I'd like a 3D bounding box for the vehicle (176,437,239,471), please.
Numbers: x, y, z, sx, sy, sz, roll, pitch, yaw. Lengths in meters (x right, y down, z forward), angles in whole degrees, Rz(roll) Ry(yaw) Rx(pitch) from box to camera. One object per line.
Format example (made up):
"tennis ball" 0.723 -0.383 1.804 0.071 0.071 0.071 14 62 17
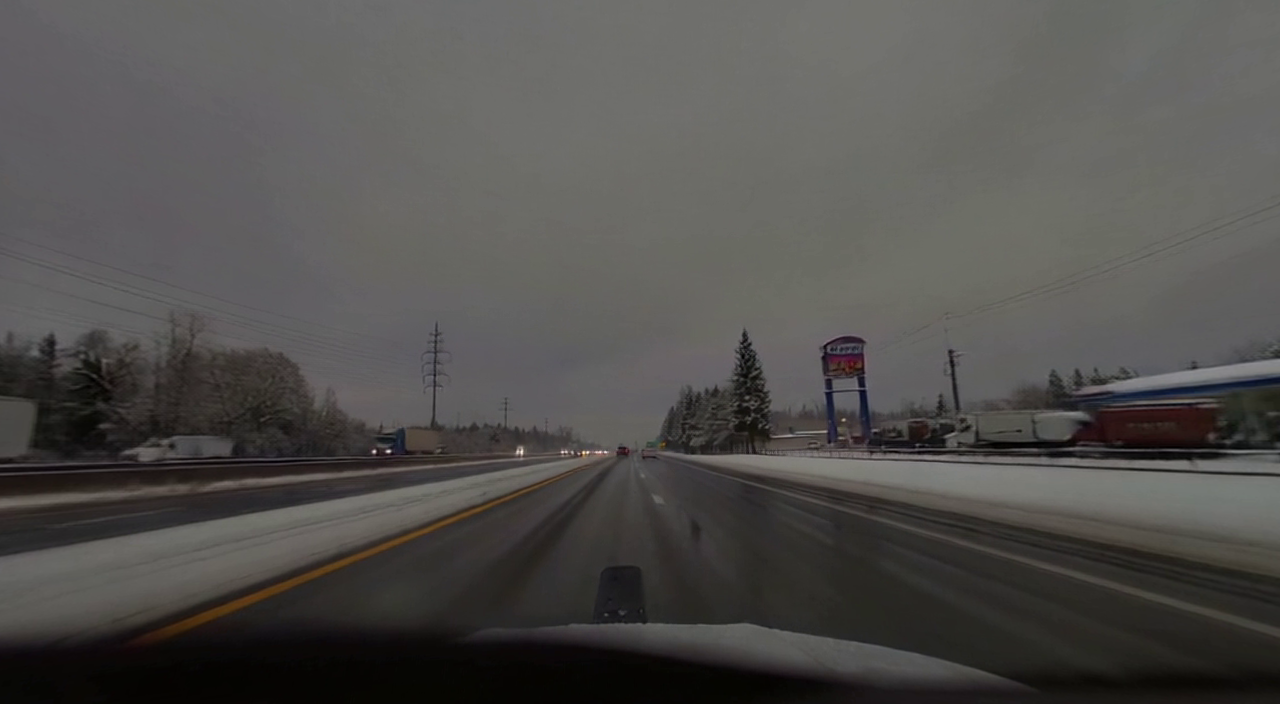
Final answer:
"vehicle" -28.063 6.611 41.021 1.879 1.985 3.133 -3 -8 -1

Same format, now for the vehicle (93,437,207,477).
"vehicle" -27.984 5.997 36.325 2.179 2.021 5.531 -2 -8 0

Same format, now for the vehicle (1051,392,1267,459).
"vehicle" 35.189 5.234 43.362 10.852 3.971 2.925 -9 -11 42
